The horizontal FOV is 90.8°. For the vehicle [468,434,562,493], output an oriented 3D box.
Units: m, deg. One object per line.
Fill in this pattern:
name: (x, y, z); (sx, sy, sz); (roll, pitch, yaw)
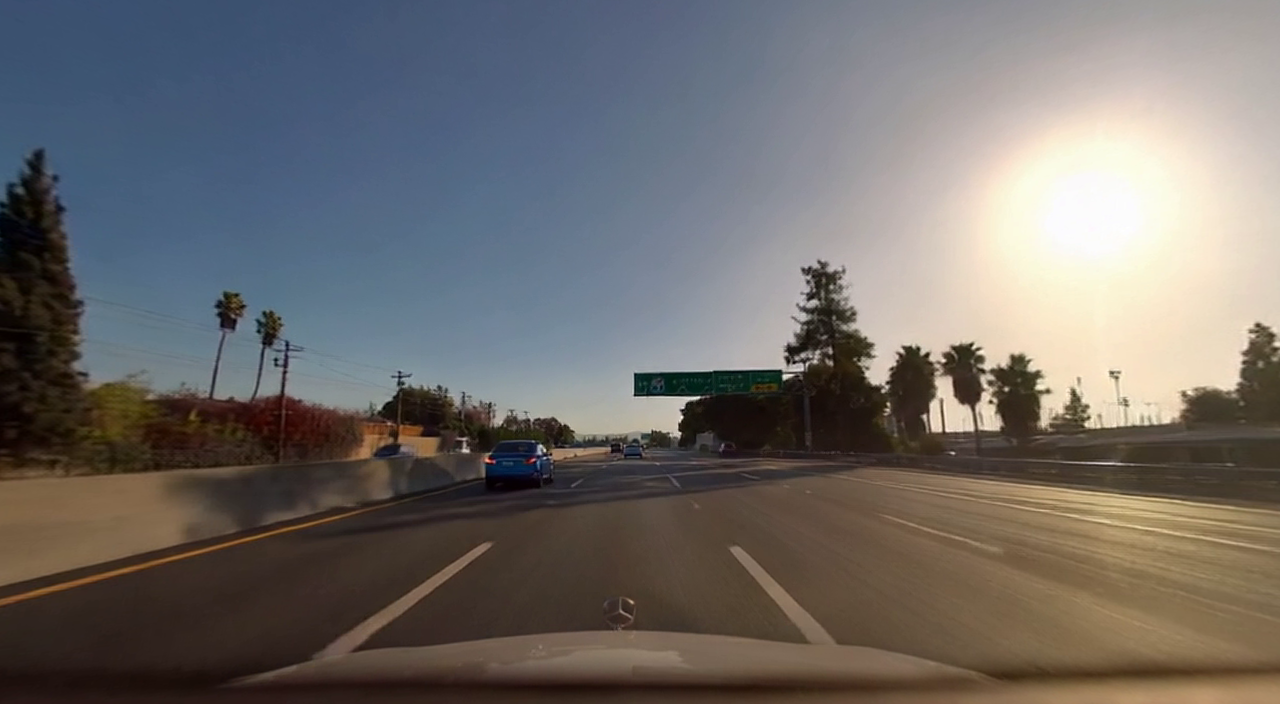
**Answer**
vehicle: (-3.725, 3.412, 19.769); (1.996, 1.617, 4.637); (0, -8, 0)

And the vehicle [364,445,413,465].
vehicle: (-19.537, 7.977, 49.268); (1.962, 1.469, 4.599); (0, -8, 0)
